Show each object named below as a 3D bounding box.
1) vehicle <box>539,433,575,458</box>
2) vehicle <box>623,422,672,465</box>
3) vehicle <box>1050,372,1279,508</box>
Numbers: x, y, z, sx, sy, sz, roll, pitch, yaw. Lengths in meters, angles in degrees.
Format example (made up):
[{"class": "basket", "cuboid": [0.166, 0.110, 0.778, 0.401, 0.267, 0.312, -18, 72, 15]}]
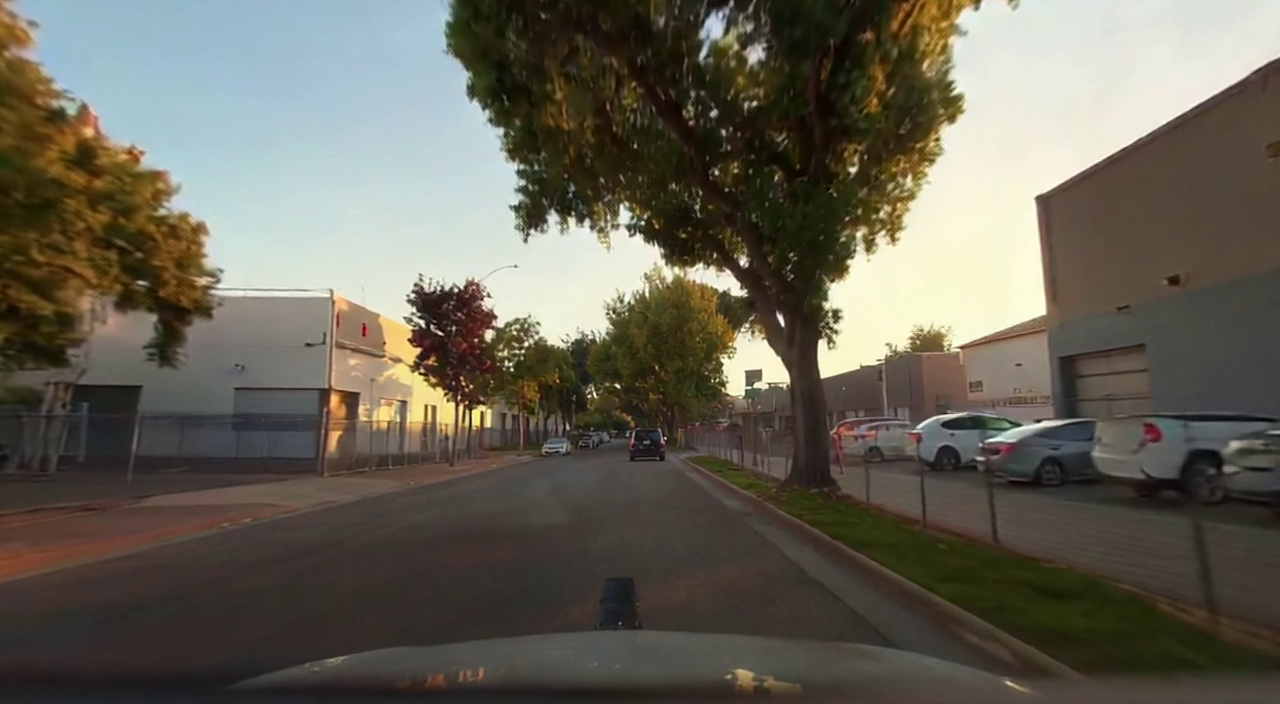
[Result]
[{"class": "vehicle", "cuboid": [-5.760, 6.601, 44.287, 1.938, 1.500, 4.130, -3, -9, -1]}, {"class": "vehicle", "cuboid": [0.376, 4.315, 29.824, 2.152, 1.874, 4.042, 0, -7, 1]}, {"class": "vehicle", "cuboid": [9.217, 1.317, 9.573, 4.454, 1.824, 2.099, 0, -7, 0]}]
